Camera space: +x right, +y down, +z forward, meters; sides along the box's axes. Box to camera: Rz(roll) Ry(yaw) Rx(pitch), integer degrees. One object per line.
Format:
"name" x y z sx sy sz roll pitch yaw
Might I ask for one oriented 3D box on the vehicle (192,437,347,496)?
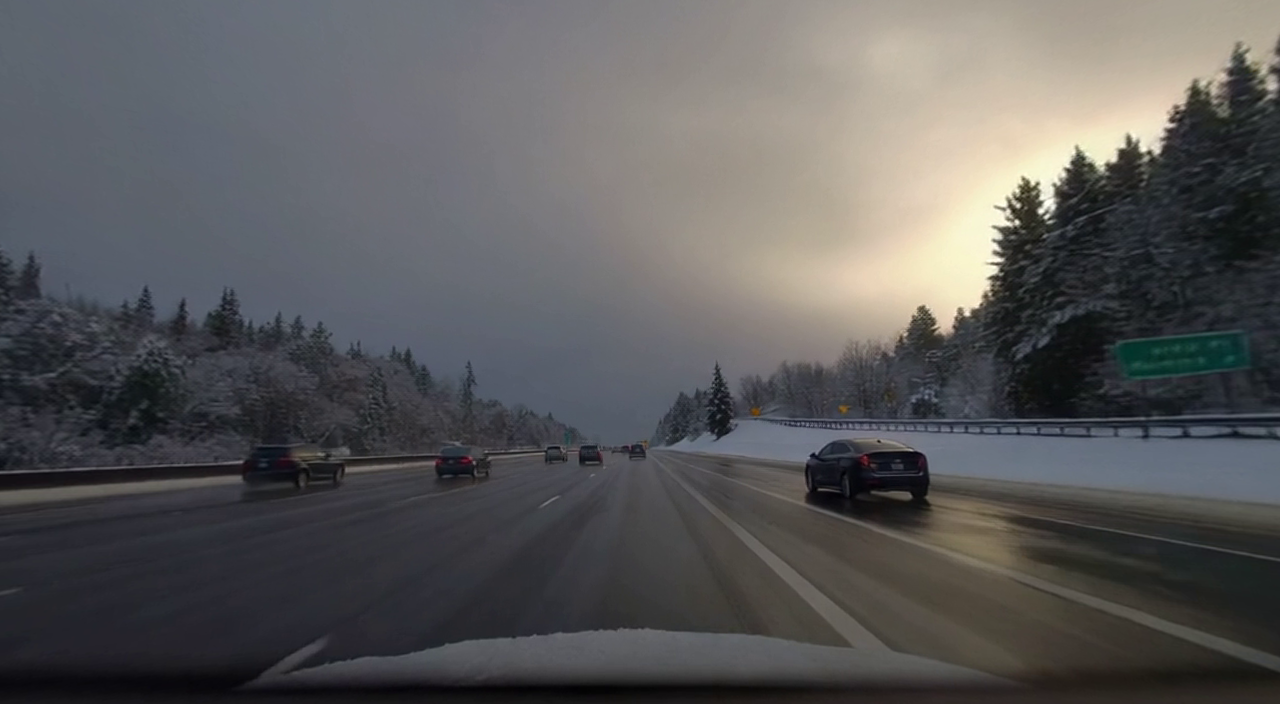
"vehicle" -11.289 3.505 19.658 2.107 1.628 4.446 0 -9 0

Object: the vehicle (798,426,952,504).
"vehicle" 6.133 3.029 17.243 2.259 1.816 4.862 0 -9 -1

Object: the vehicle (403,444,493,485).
"vehicle" -7.483 4.428 25.136 2.071 1.486 4.703 0 -9 1
